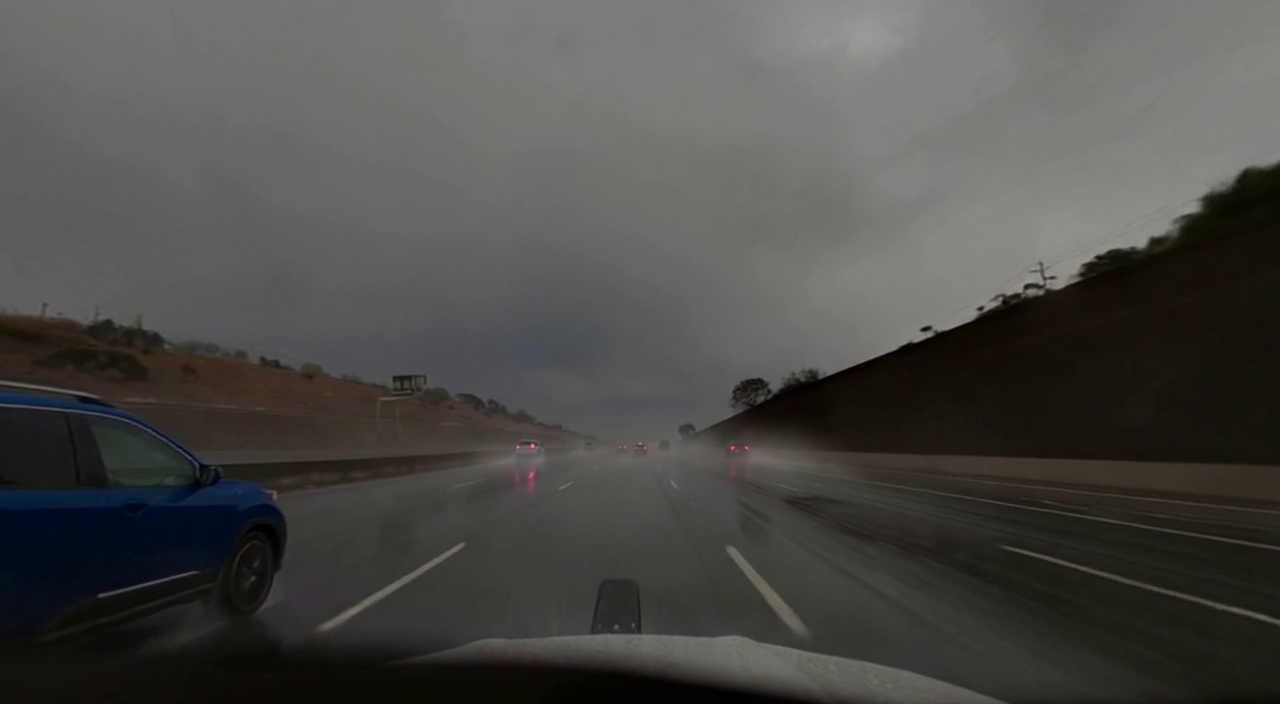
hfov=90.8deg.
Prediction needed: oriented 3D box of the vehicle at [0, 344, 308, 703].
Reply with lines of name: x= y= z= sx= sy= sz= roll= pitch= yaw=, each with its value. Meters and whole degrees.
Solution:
vehicle: x=-3.606 y=0.836 z=2.544 sx=2.047 sy=1.715 sz=4.689 roll=0 pitch=-9 yaw=-1

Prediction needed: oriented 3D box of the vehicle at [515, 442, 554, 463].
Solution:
vehicle: x=-7.832 y=7.556 z=47.392 sx=2.054 sy=1.474 sz=4.450 roll=0 pitch=-9 yaw=1
